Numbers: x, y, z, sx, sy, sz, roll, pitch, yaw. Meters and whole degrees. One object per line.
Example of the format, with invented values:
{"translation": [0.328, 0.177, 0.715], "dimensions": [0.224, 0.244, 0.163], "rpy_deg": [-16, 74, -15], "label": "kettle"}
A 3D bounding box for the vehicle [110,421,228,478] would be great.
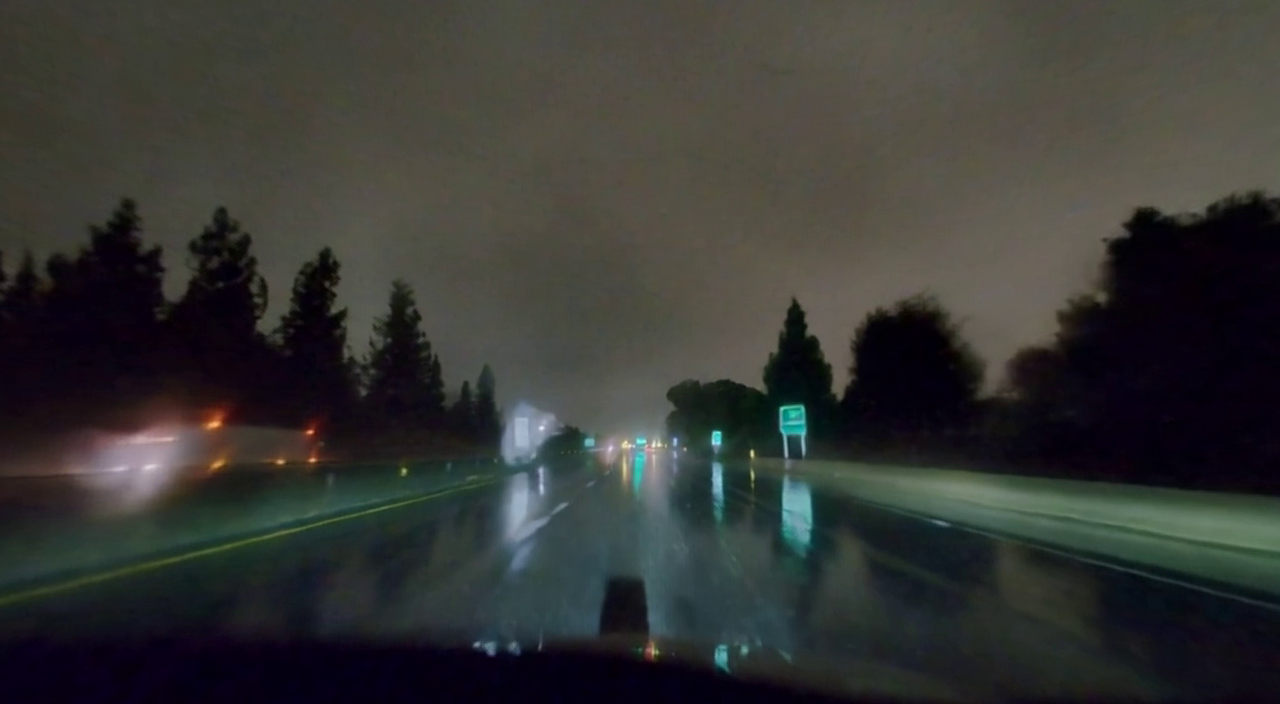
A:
{"translation": [-35.649, 7.376, 48.179], "dimensions": [3.029, 3.941, 7.412], "rpy_deg": [-1, -8, 1], "label": "vehicle"}
